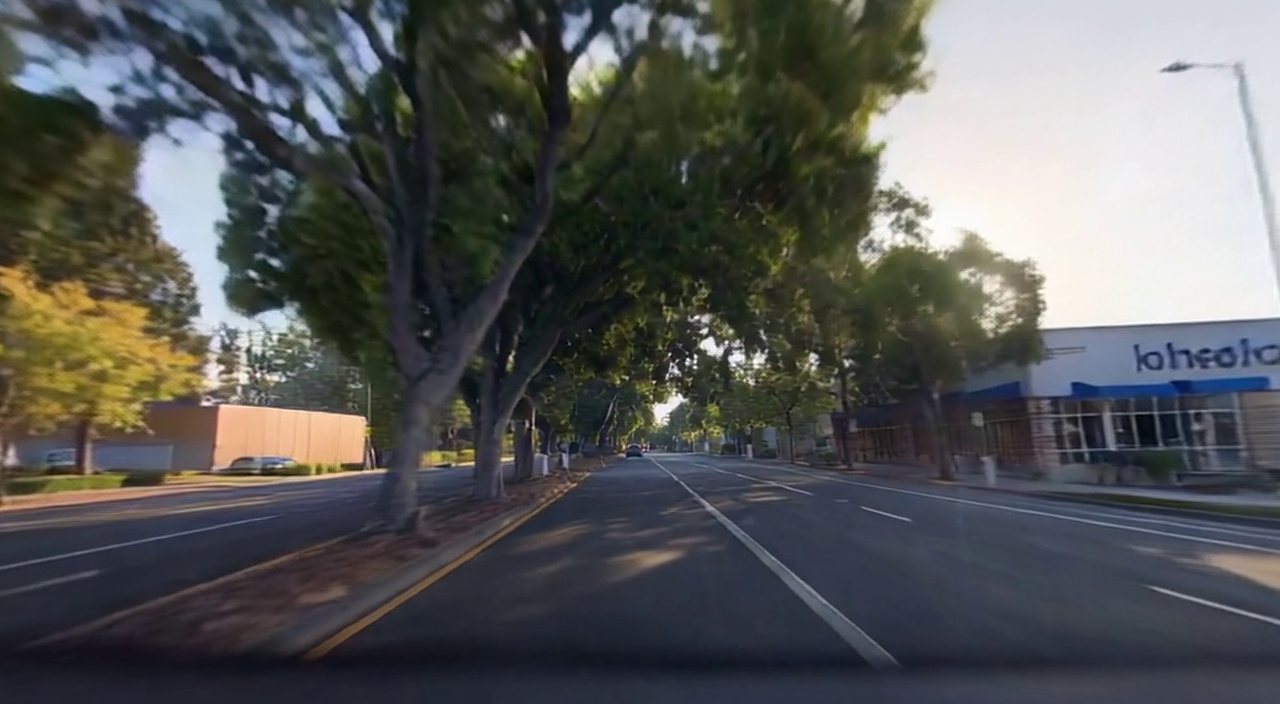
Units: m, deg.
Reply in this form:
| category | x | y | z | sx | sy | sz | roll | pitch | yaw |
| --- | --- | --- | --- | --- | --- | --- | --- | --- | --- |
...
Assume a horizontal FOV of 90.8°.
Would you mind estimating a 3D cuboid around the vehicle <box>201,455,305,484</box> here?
| category | x | y | z | sx | sy | sz | roll | pitch | yaw |
| --- | --- | --- | --- | --- | --- | --- | --- | --- | --- |
| vehicle | -21.324 | 6.446 | 34.863 | 4.665 | 1.486 | 1.918 | -2 | -9 | 9 |
